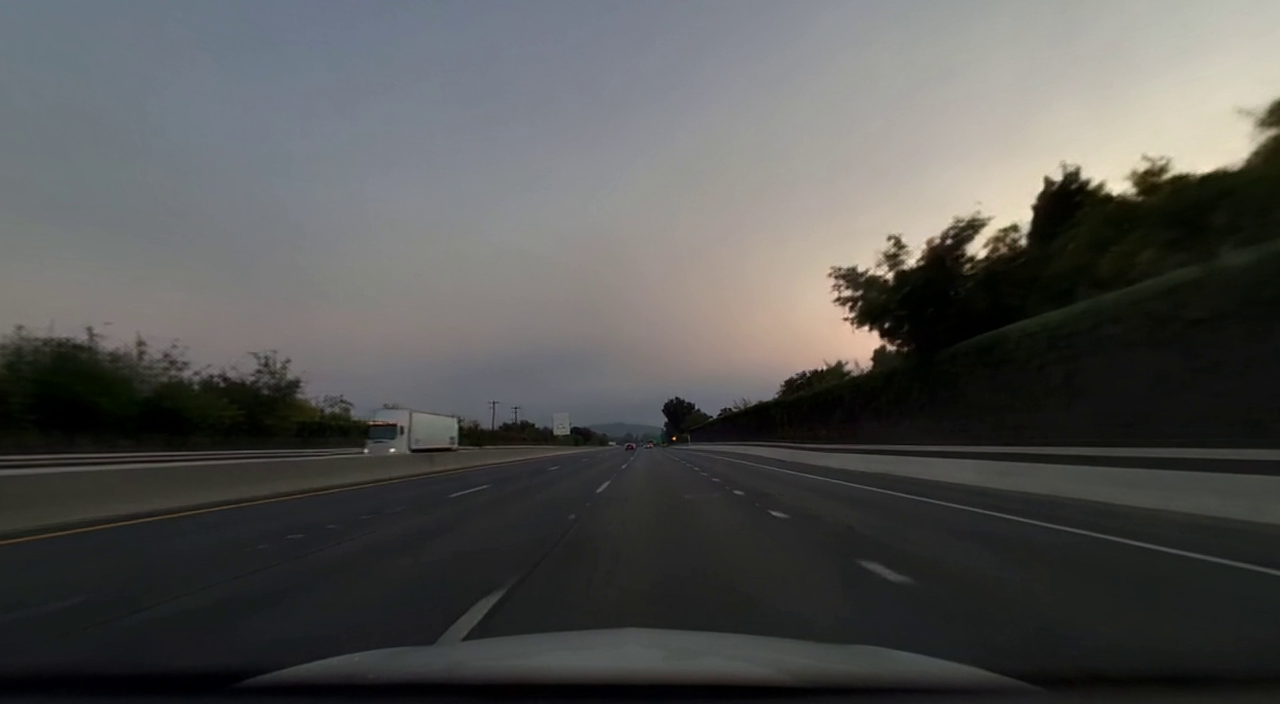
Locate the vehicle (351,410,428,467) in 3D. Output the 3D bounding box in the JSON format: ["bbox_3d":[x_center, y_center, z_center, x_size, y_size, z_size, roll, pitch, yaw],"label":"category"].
[{"bbox_3d":[-18.837,6.580,47.806,3.006,3.996,6.212,0,-8,2],"label":"vehicle"}]
